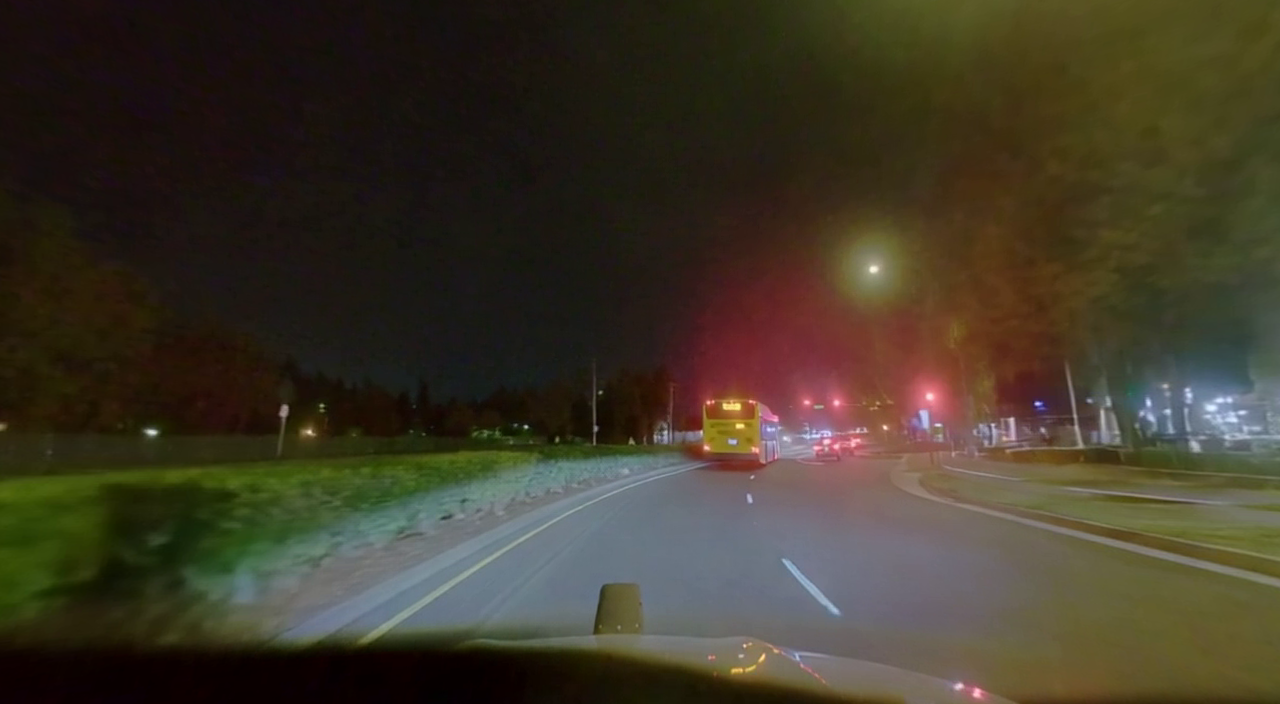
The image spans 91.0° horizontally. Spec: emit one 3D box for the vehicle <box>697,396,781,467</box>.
[{"bbox_3d":[6.026,4.696,36.317,3.031,3.429,11.005,-3,-9,18],"label":"vehicle"}]
